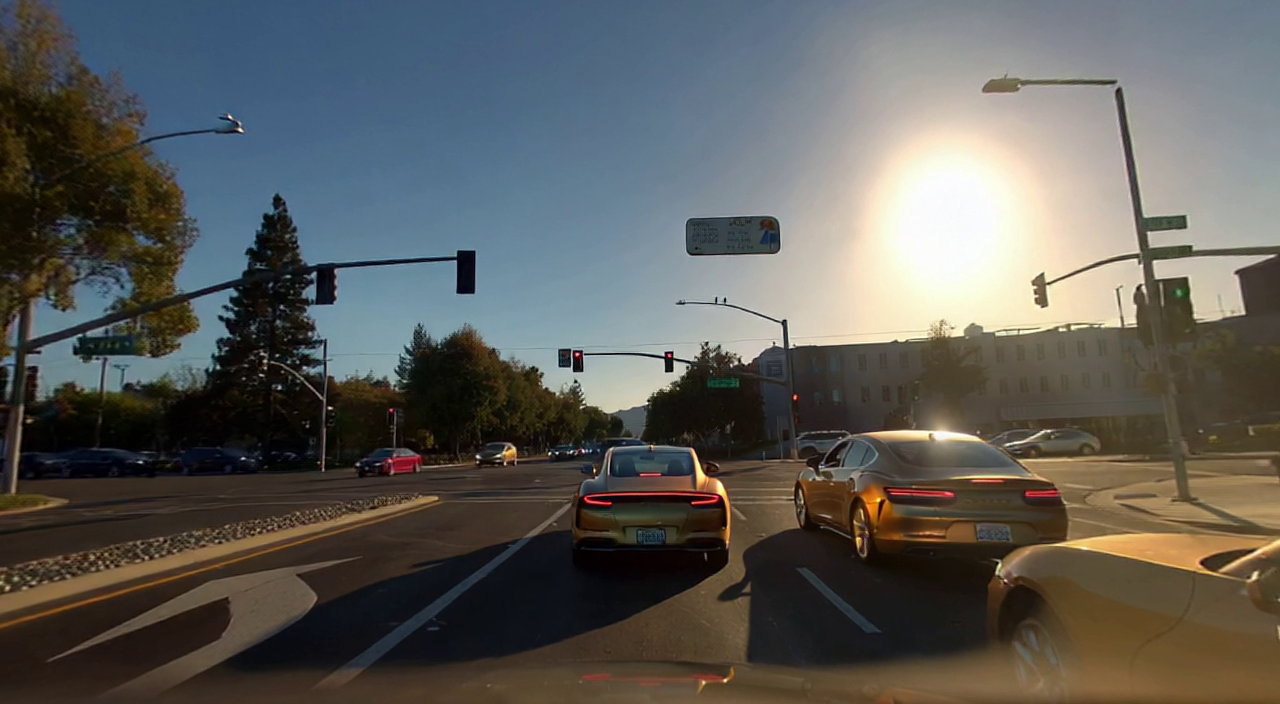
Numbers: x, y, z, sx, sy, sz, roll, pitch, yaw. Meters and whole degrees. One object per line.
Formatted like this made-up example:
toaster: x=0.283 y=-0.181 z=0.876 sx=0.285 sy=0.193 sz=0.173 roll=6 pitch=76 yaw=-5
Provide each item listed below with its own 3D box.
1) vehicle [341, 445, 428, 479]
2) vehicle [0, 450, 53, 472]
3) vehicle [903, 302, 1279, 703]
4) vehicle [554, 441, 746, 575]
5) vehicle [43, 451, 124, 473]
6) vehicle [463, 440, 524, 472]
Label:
vehicle: x=-11.812 y=5.103 z=29.515 sx=2.053 sy=1.436 sz=4.494 roll=0 pitch=-8 yaw=2
vehicle: x=-46.317 y=7.966 z=46.156 sx=4.545 sy=1.558 sz=1.833 roll=0 pitch=-8 yaw=-3
vehicle: x=3.108 y=0.806 z=2.526 sx=2.143 sy=1.759 sz=4.531 roll=0 pitch=-8 yaw=0
vehicle: x=0.122 y=1.877 z=8.393 sx=1.945 sy=1.343 sz=3.827 roll=0 pitch=-8 yaw=1
vehicle: x=-41.271 y=8.153 z=46.803 sx=4.195 sy=1.533 sz=1.752 roll=0 pitch=-8 yaw=-3
vehicle: x=-8.036 y=5.770 z=35.135 sx=2.091 sy=1.651 sz=4.870 roll=-1 pitch=-8 yaw=2
